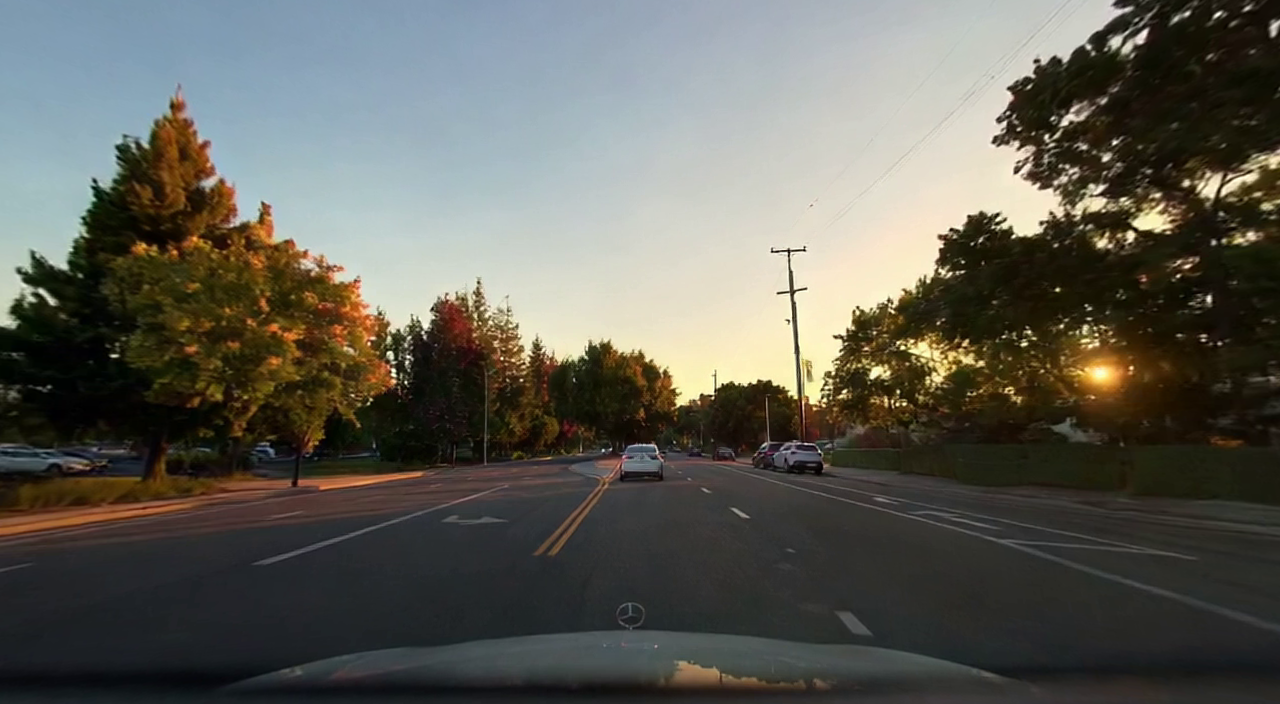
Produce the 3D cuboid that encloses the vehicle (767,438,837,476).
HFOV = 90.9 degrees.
[{"bbox_3d":[8.273,5.411,32.772,2.185,1.818,5.038,0,-8,-2],"label":"vehicle"}]

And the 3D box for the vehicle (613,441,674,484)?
[{"bbox_3d":[0.103,4.134,23.880,2.099,1.470,4.302,0,-8,0],"label":"vehicle"}]
